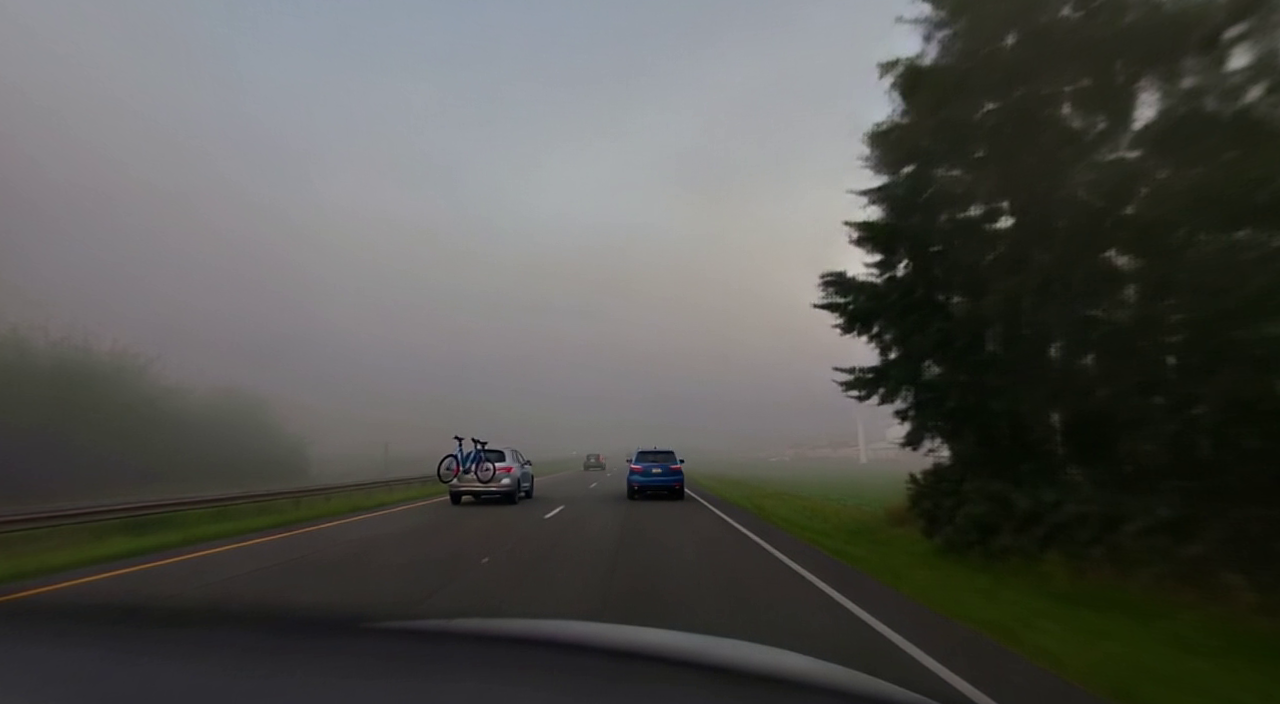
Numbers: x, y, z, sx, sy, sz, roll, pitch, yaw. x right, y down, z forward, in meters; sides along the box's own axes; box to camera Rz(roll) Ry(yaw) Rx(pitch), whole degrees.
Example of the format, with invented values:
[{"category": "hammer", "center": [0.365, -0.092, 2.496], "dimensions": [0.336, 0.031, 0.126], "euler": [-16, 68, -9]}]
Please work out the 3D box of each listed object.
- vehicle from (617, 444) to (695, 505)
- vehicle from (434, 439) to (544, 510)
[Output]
[{"category": "vehicle", "center": [0.407, 3.576, 18.791], "dimensions": [2.063, 1.582, 3.955], "euler": [0, -9, -1]}, {"category": "vehicle", "center": [-3.927, 3.259, 17.154], "dimensions": [1.962, 1.681, 4.033], "euler": [0, -9, 1]}]
